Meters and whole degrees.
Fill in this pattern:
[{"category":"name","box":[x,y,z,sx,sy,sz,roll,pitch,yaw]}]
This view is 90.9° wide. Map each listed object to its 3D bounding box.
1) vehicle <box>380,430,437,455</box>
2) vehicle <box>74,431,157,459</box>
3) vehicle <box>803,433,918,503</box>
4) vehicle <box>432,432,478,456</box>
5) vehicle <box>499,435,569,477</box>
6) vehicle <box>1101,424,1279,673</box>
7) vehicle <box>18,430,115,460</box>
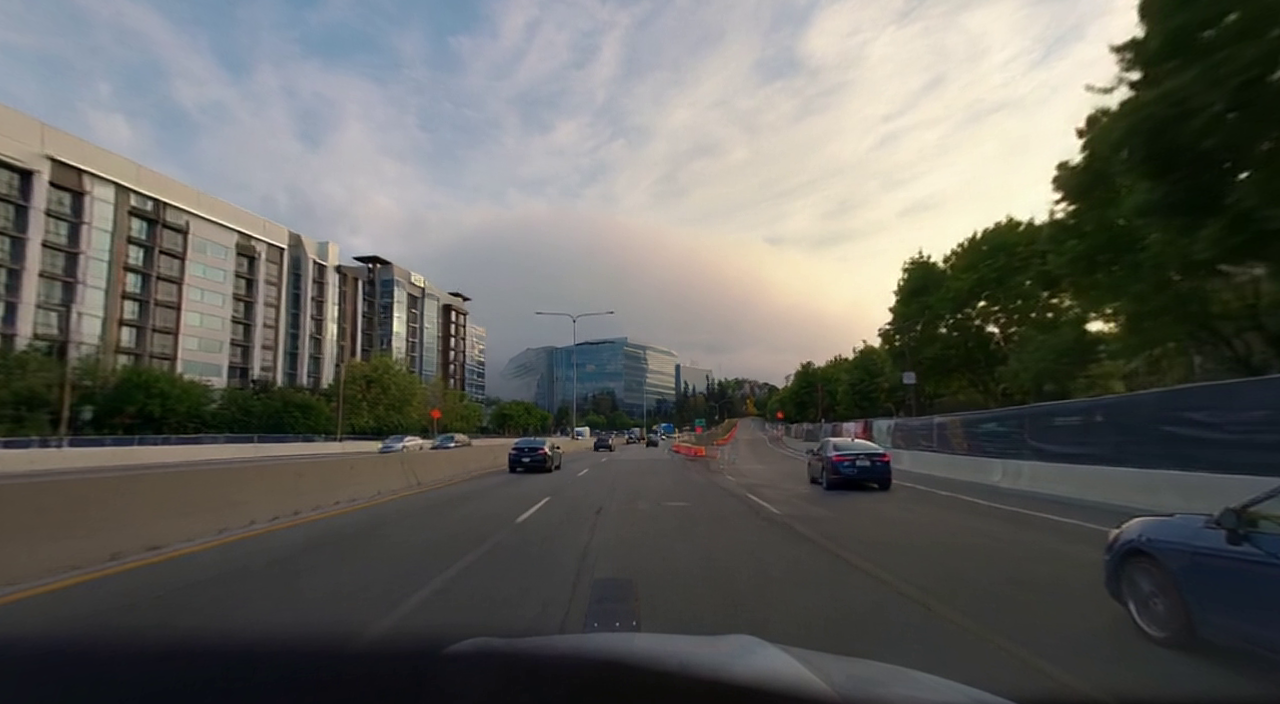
[{"category":"vehicle","box":[-17.052,6.669,46.661,2.237,1.776,4.812,0,-8,2]},{"category":"vehicle","box":[-31.049,5.492,37.376,1.681,1.575,3.449,-1,-8,7]},{"category":"vehicle","box":[5.284,2.768,15.582,1.913,1.499,3.581,-1,-8,7]},{"category":"vehicle","box":[-13.333,6.640,45.683,1.857,1.657,4.331,0,-8,3]},{"category":"vehicle","box":[-3.884,3.864,23.807,1.848,1.406,4.013,0,-8,2]},{"category":"vehicle","box":[4.668,1.098,3.198,1.784,1.471,3.935,0,-8,3]},{"category":"vehicle","box":[-33.712,5.477,37.165,1.806,1.653,3.792,-1,-8,9]}]
